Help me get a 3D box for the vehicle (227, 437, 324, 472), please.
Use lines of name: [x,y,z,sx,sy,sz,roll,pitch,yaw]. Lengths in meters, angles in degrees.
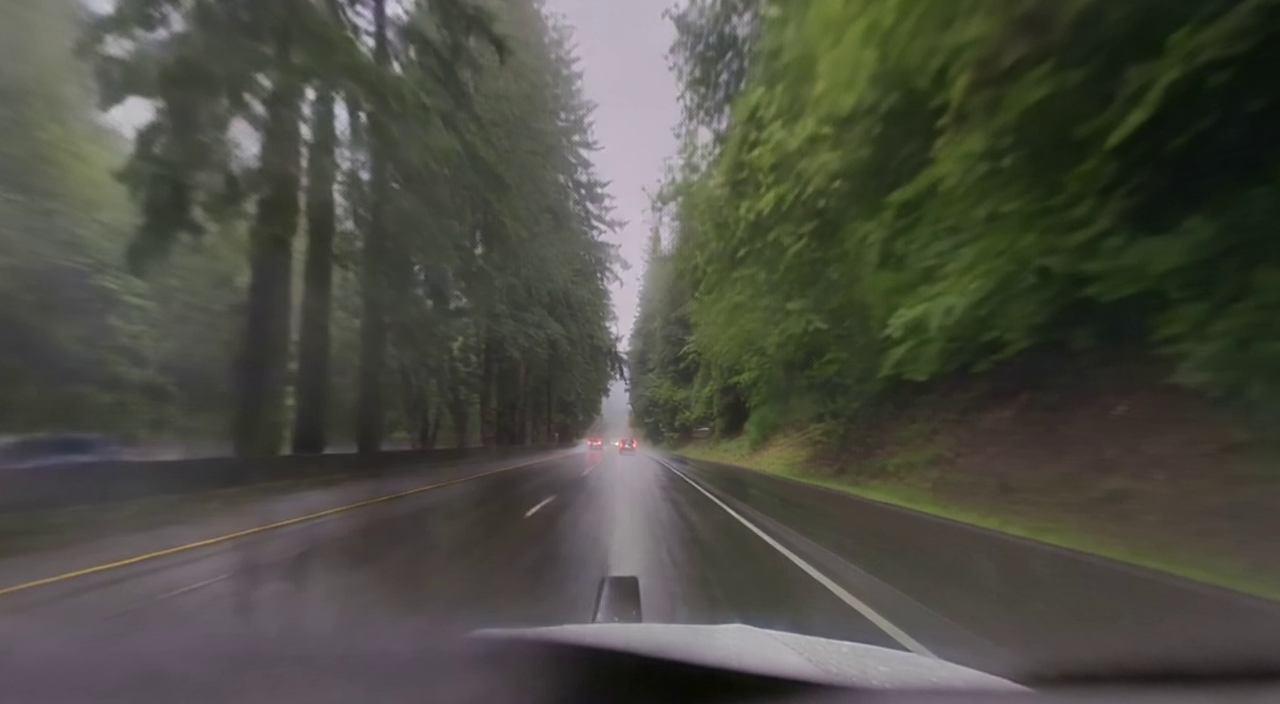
vehicle: [-16.992,4.784,29.653,1.926,1.498,4.456,0,-8,0]
